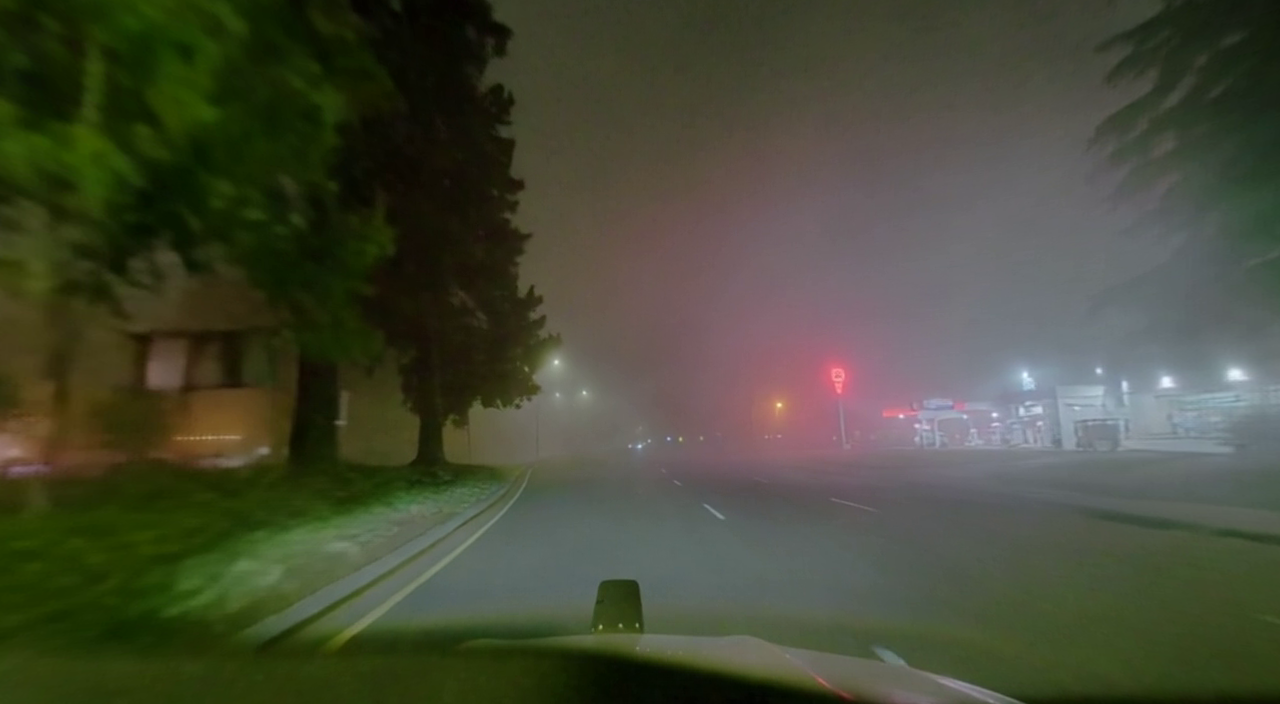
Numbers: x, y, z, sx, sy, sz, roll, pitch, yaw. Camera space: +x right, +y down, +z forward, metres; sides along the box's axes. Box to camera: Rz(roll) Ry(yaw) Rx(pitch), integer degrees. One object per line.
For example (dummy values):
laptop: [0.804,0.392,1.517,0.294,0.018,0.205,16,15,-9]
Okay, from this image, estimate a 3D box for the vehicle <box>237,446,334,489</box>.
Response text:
vehicle: [-12.890,4.197,23.226,1.608,1.402,3.620,-1,-9,-3]
